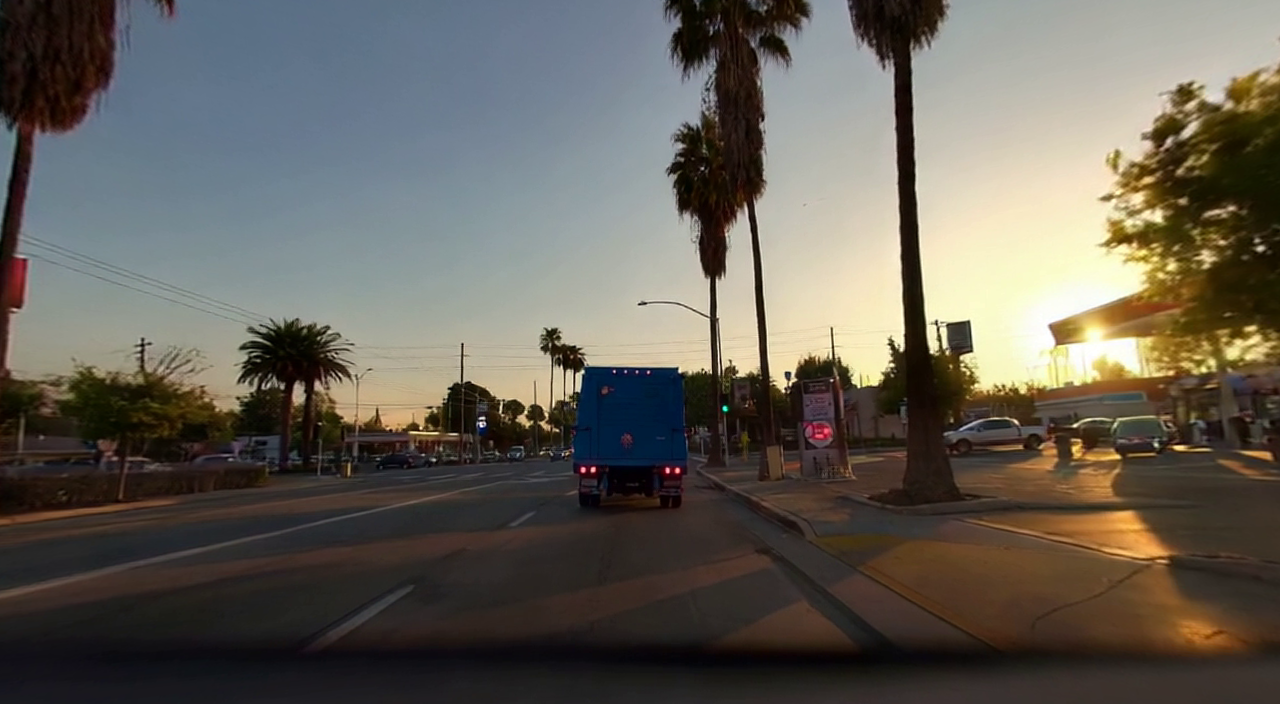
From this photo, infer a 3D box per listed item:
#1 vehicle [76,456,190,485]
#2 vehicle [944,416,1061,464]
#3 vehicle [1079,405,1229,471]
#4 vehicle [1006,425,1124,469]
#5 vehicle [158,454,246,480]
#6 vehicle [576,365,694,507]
[{"bbox_3d":[-27.639,6.466,34.659,4.493,1.453,1.912,4,-9,-27],"label":"vehicle"},{"bbox_3d":[15.974,3.885,27.780,5.078,1.937,2.326,6,-10,-34],"label":"vehicle"},{"bbox_3d":[15.756,2.618,19.323,4.472,1.730,1.939,2,-10,-31],"label":"vehicle"},{"bbox_3d":[15.266,3.385,22.649,4.105,1.433,1.931,5,-10,-33],"label":"vehicle"},{"bbox_3d":[-27.994,7.337,40.549,4.303,1.567,2.021,5,-10,-28],"label":"vehicle"},{"bbox_3d":[-0.088,2.161,16.363,2.463,2.954,5.938,1,-8,0],"label":"vehicle"}]
